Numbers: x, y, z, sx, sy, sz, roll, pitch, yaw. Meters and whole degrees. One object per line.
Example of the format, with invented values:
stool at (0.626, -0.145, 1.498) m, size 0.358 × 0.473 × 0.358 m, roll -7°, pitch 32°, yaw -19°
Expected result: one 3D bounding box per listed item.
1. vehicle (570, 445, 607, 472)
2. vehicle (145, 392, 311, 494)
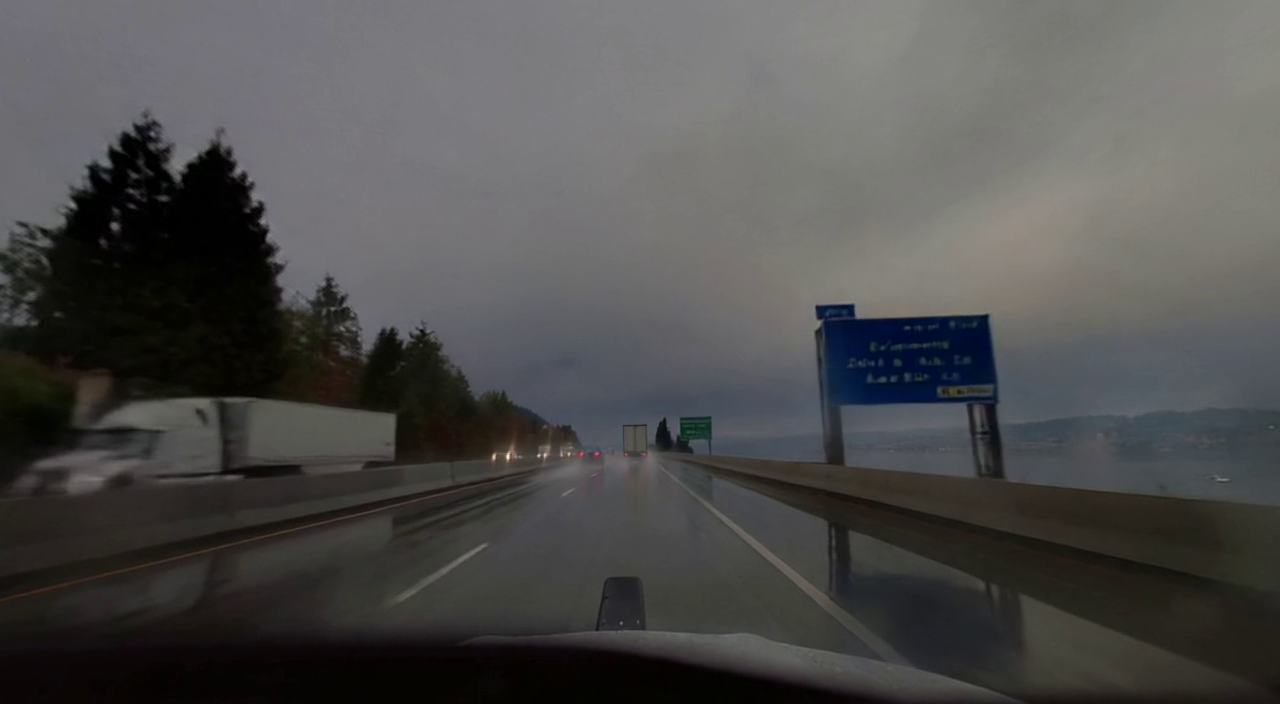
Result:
vehicle at (-3.401, 7.095, 42.242) m, size 2.081 × 1.682 × 4.425 m, roll 0°, pitch -9°, yaw 0°
vehicle at (-17.236, 3.916, 27.032) m, size 3.005 × 3.872 × 5.858 m, roll 0°, pitch -9°, yaw 0°
